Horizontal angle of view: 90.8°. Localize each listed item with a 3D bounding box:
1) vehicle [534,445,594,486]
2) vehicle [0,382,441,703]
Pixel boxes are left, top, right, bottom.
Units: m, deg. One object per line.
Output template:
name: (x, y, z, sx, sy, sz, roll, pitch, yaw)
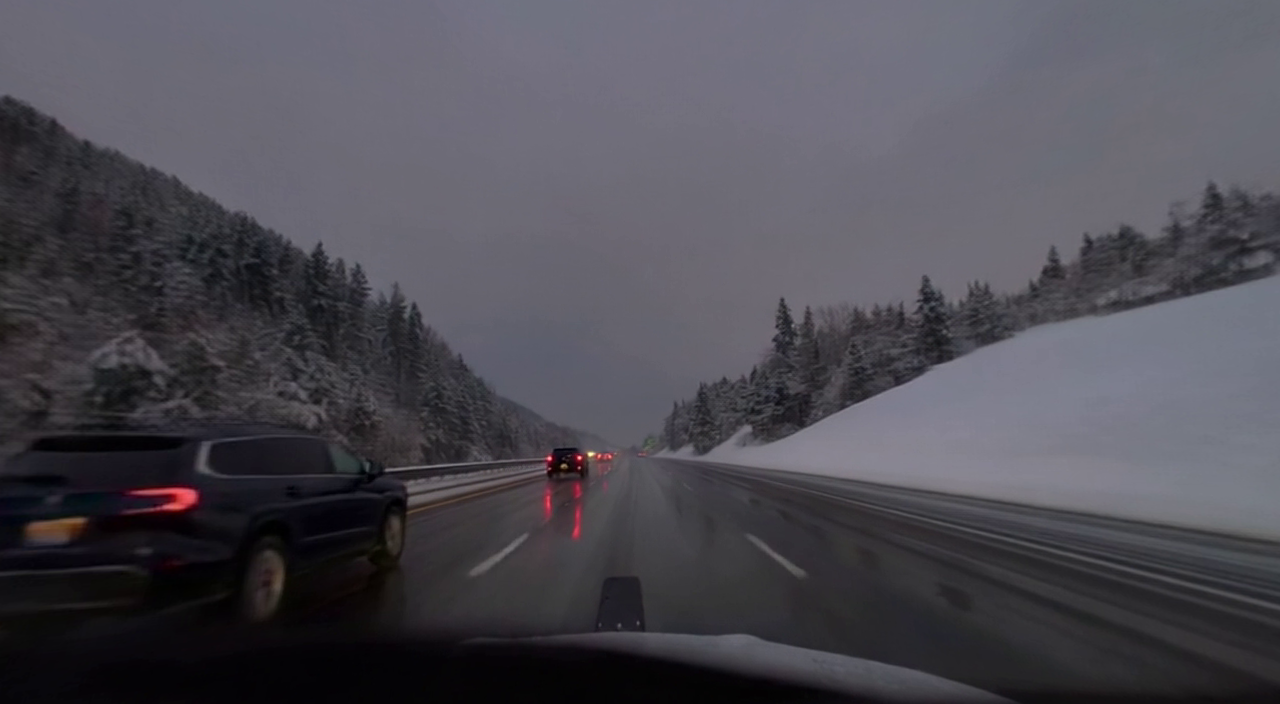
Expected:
vehicle: (-3.060, 4.669, 26.305, 1.944, 1.548, 4.051, 0, -9, 1)
vehicle: (-3.610, 1.365, 5.546, 2.147, 1.708, 4.630, 0, -9, 1)
